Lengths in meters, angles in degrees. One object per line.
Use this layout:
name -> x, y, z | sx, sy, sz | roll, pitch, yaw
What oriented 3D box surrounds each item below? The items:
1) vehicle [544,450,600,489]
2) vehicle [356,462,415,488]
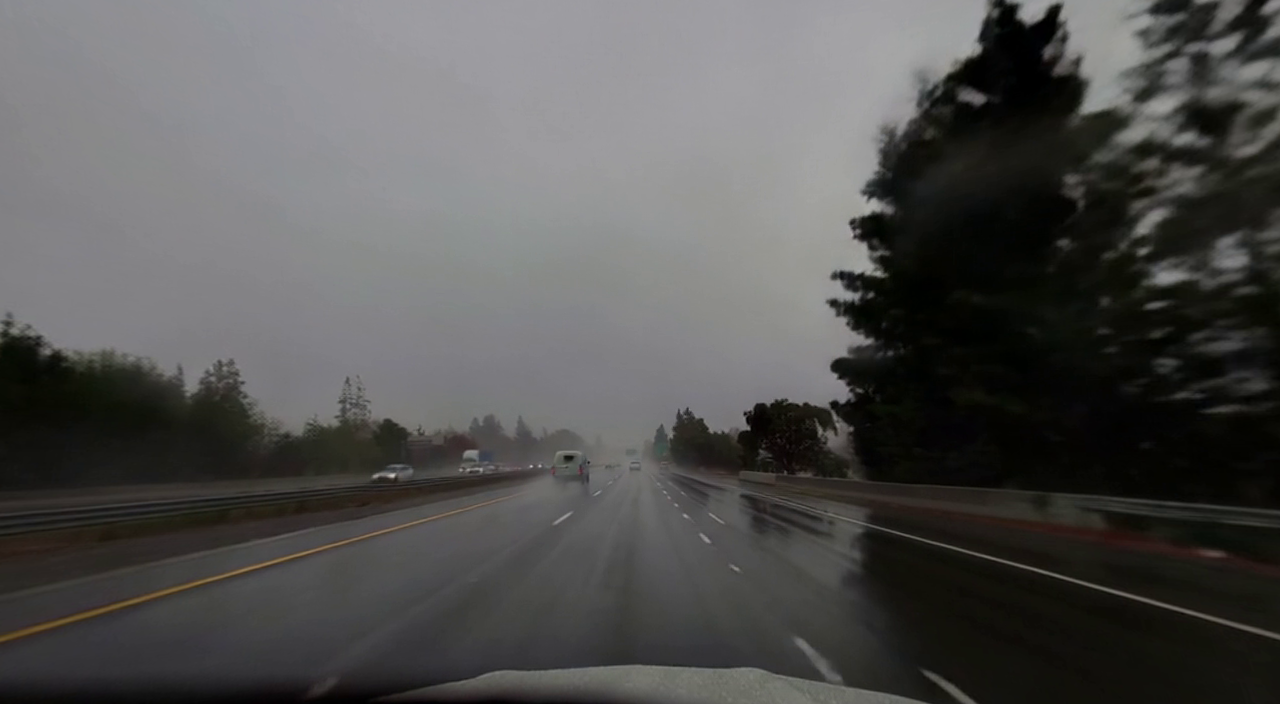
vehicle -> -3.506, 6.220, 33.381 | 2.390, 1.879, 4.423 | 1, -10, 1
vehicle -> -15.654, 7.589, 38.972 | 1.841, 1.497, 4.052 | 0, -10, 1
